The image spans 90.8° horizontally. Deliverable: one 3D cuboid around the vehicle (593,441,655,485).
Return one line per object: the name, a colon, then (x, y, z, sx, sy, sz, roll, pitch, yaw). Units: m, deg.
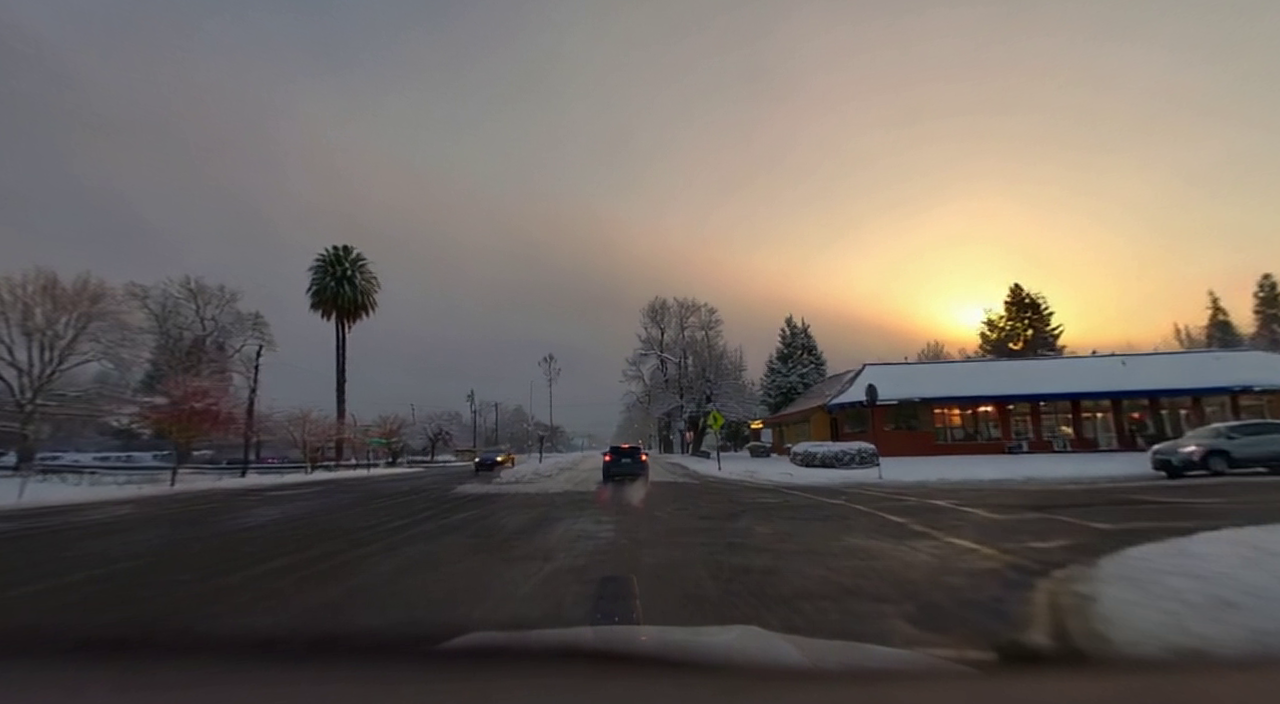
vehicle: (-0.573, 4.077, 23.526, 2.076, 1.486, 4.119, 0, -8, -1)

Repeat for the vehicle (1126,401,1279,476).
vehicle: (18.592, 2.705, 19.791, 4.747, 2.178, 2.336, 0, -9, -3)
